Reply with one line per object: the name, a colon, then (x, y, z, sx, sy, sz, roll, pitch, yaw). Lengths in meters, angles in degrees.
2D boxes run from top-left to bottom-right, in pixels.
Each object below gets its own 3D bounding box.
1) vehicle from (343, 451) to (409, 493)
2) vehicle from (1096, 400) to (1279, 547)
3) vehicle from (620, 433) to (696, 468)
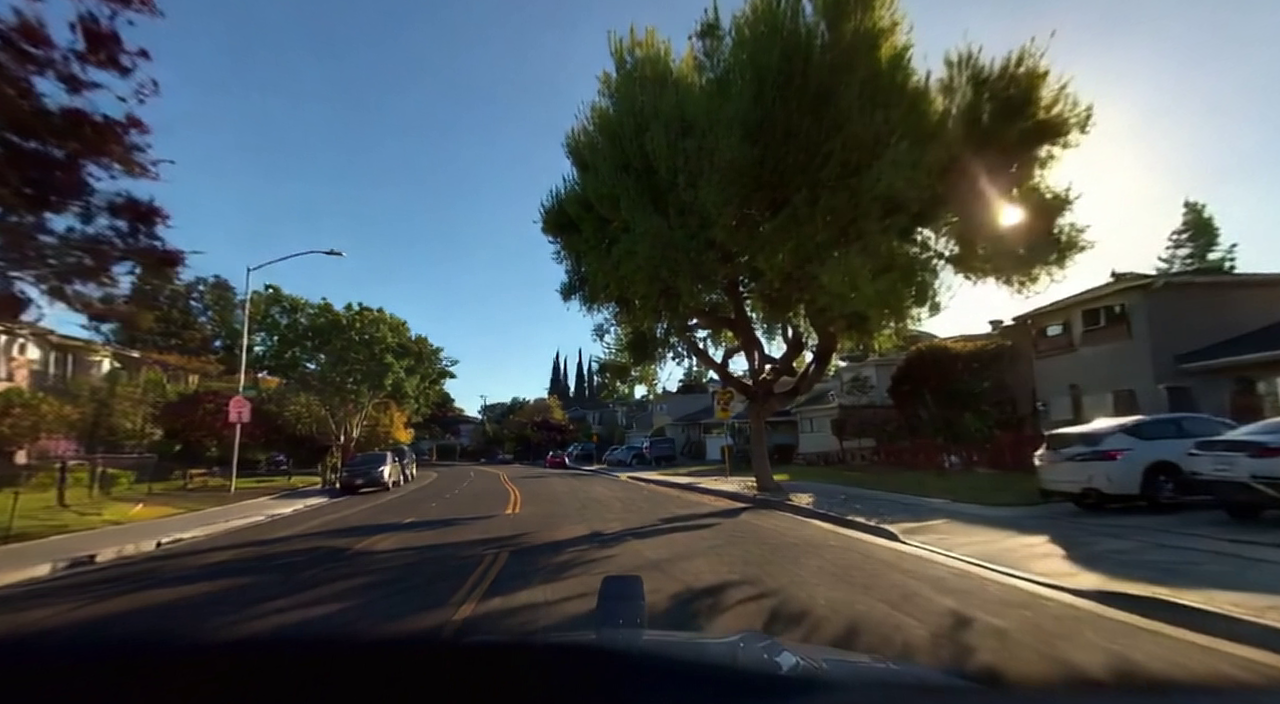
vehicle: (-10.851, 4.919, 26.262, 1.902, 1.434, 4.313, 0, -8, -14)
vehicle: (9.501, 1.428, 8.602, 4.666, 1.655, 2.169, -7, -9, 6)
vehicle: (1.252, 6.817, 43.867, 5.011, 1.782, 2.115, -6, -6, 1)
